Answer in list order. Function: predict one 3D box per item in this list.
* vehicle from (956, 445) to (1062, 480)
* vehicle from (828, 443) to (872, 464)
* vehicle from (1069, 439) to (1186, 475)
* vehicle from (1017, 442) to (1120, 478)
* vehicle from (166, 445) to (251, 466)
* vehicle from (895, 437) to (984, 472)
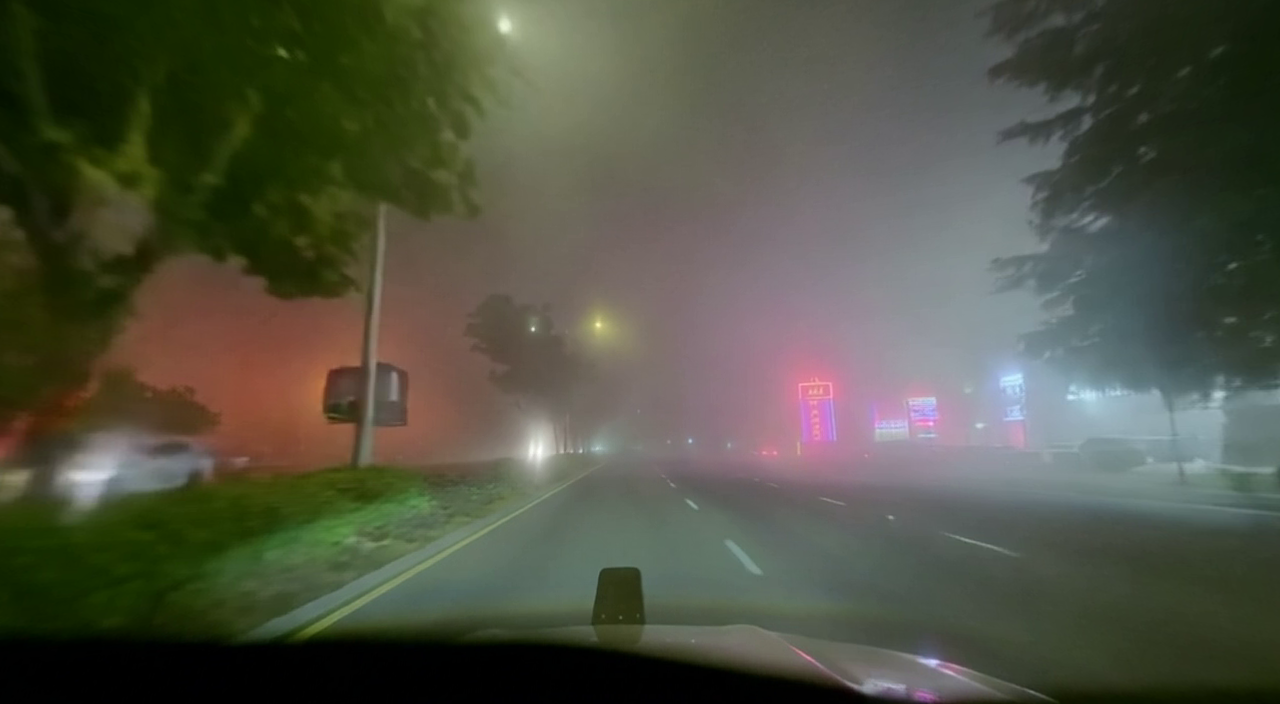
[{"bbox_3d":[16.596,4.946,28.765,1.863,1.445,4.703,0,-8,-2],"label":"vehicle"},{"bbox_3d":[15.941,7.701,48.171,1.892,1.421,4.556,-1,-8,3],"label":"vehicle"},{"bbox_3d":[22.375,4.840,29.241,1.895,1.471,4.511,-2,-9,2],"label":"vehicle"},{"bbox_3d":[19.647,4.936,29.203,1.972,1.461,4.021,0,-8,0],"label":"vehicle"},{"bbox_3d":[-29.707,7.122,43.558,4.461,1.441,1.820,0,-8,0],"label":"vehicle"},{"bbox_3d":[16.337,5.593,34.822,2.052,1.749,5.213,0,-8,-4],"label":"vehicle"}]
